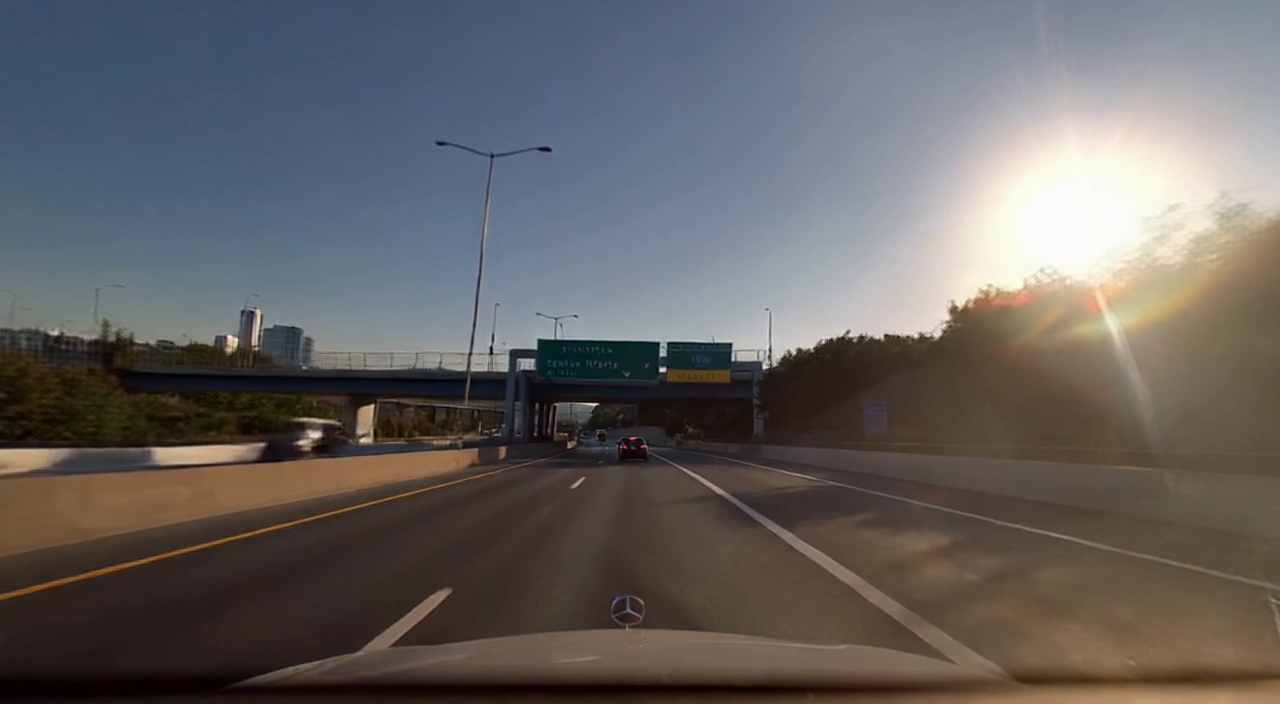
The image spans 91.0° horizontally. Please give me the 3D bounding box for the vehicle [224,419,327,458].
[{"bbox_3d":[-15.531,3.752,27.123,1.869,1.509,4.284,1,-8,0],"label":"vehicle"}]

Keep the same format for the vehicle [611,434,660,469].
[{"bbox_3d":[-0.202,4.641,29.483,2.130,1.512,4.057,1,-8,0],"label":"vehicle"}]
